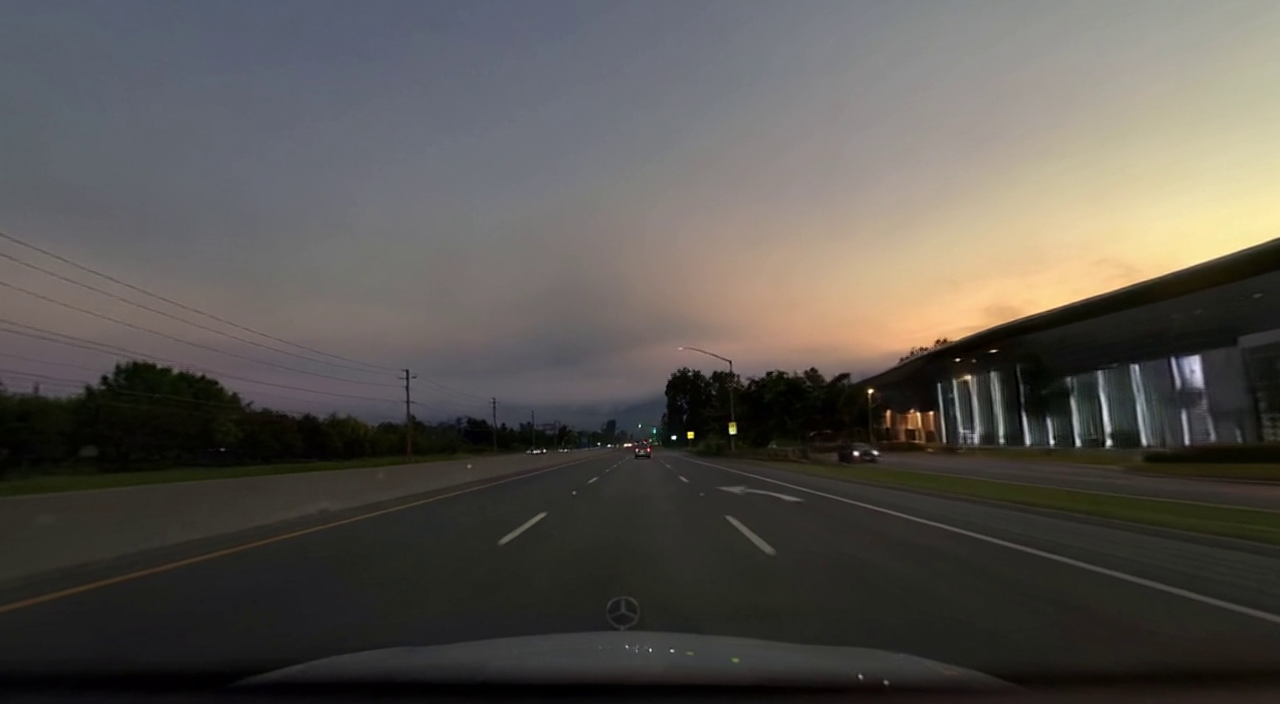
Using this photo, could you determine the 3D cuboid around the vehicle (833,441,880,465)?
[{"bbox_3d":[16.415,7.683,47.975,2.037,1.718,4.610,0,-9,1],"label":"vehicle"}]
